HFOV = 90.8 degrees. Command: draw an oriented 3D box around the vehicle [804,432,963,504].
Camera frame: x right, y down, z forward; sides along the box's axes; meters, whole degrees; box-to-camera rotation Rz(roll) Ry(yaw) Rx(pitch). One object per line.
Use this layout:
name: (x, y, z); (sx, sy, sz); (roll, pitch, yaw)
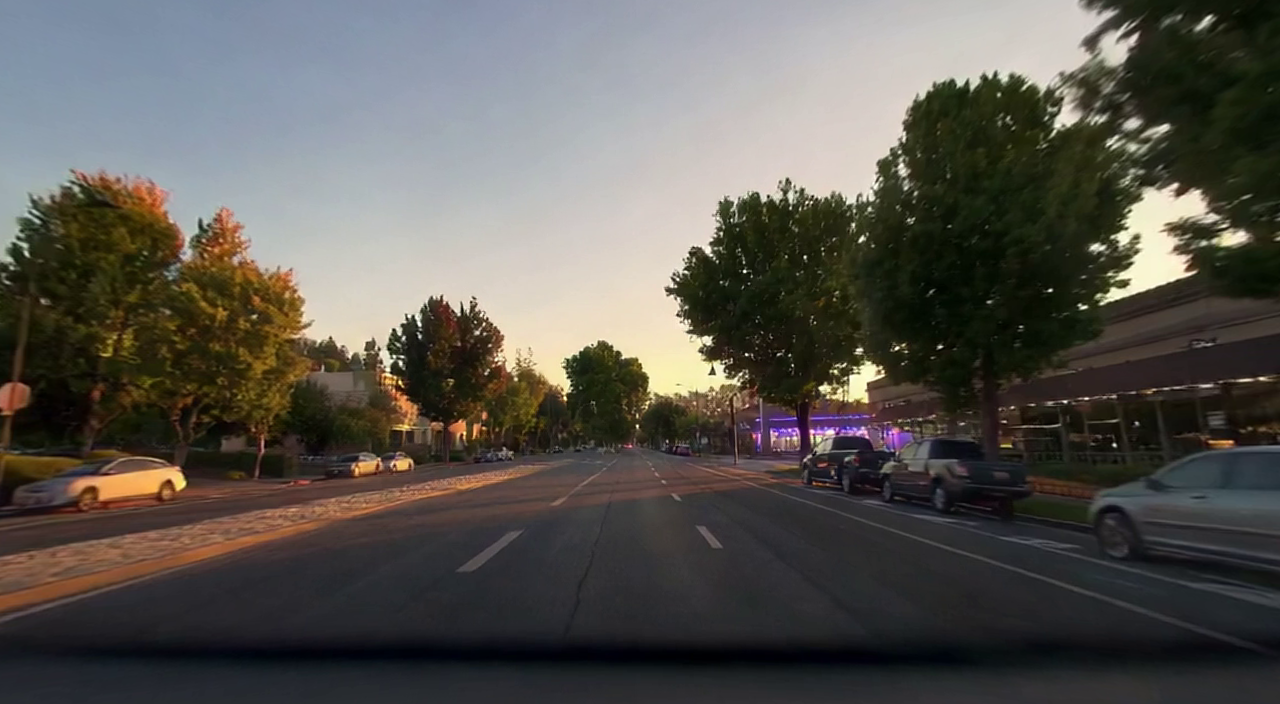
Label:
vehicle: (7.346, 3.588, 20.090); (2.610, 1.915, 6.019); (0, -9, 0)

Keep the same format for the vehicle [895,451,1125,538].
vehicle: (7.274, 2.808, 13.153); (1.845, 1.428, 4.668); (0, -9, -2)

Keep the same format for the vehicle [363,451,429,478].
vehicle: (-14.731, 6.822, 38.484); (2.124, 1.501, 4.807); (0, -9, -1)

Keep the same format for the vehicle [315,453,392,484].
vehicle: (-14.889, 6.045, 33.119); (1.836, 1.473, 4.413); (-1, -9, 2)

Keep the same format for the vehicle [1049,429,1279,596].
vehicle: (7.389, 1.734, 7.180); (1.975, 1.656, 5.200); (0, -9, 0)

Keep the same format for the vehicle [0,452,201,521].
vehicle: (-14.840, 3.642, 17.713); (1.936, 1.646, 4.375); (0, -9, -1)
